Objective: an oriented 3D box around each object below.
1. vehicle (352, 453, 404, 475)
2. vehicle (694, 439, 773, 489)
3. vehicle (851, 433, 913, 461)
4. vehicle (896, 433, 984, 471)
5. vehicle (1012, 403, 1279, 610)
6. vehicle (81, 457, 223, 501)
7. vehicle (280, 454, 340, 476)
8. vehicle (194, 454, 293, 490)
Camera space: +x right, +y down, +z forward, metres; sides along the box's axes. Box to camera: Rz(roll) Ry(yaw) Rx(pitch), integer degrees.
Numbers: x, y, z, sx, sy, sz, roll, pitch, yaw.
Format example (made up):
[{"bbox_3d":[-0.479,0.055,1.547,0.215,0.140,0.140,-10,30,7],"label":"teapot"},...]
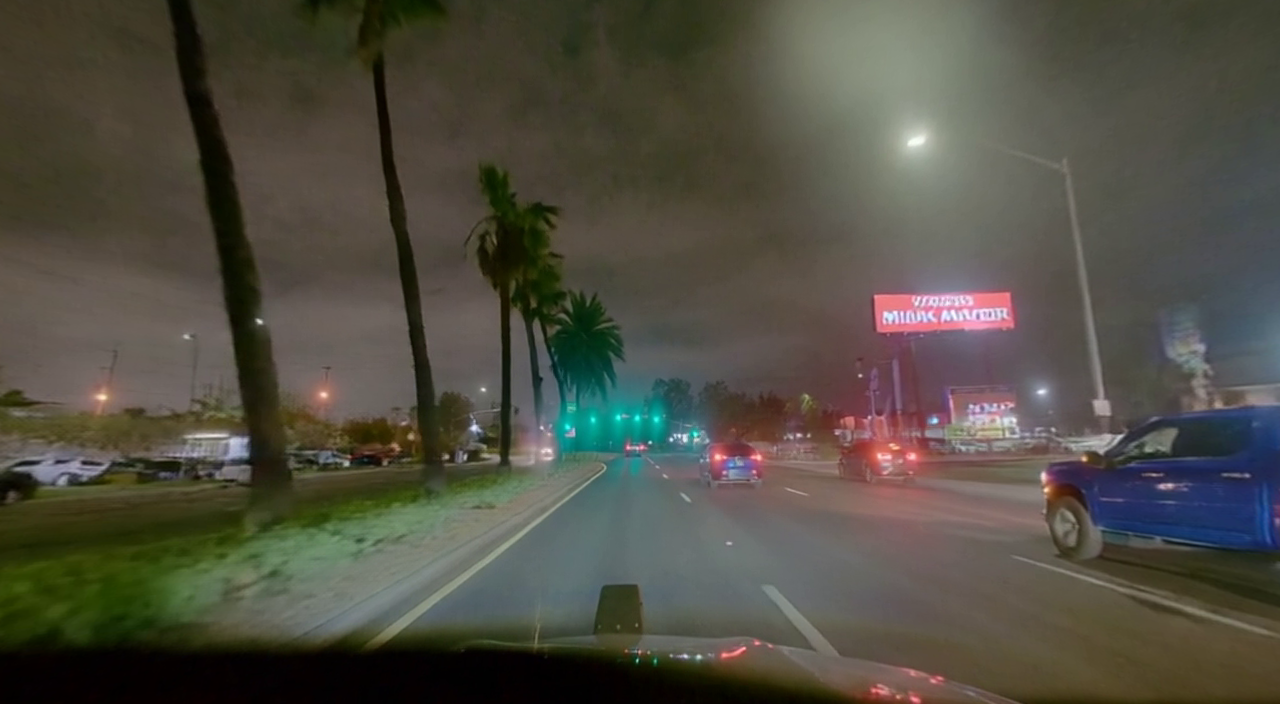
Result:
[{"bbox_3d":[-19.647,8.392,47.557,1.900,1.481,4.684,0,-9,0],"label":"vehicle"},{"bbox_3d":[3.100,3.804,21.796,1.889,1.541,4.303,0,-9,-2],"label":"vehicle"},{"bbox_3d":[18.320,7.233,48.157,2.300,1.966,6.004,0,-9,-1],"label":"vehicle"},{"bbox_3d":[15.518,5.207,33.028,2.067,1.772,4.910,0,-9,-2],"label":"vehicle"},{"bbox_3d":[6.100,1.321,5.681,2.140,1.606,5.437,0,-9,-1],"label":"vehicle"},{"bbox_3d":[-19.322,5.015,25.397,1.983,1.492,4.904,0,-9,-3],"label":"vehicle"},{"bbox_3d":[-24.692,8.427,47.506,1.899,1.499,4.911,0,-9,-1],"label":"vehicle"},{"bbox_3d":[-19.420,5.878,31.247,1.840,1.524,4.923,-1,-9,-2],"label":"vehicle"}]
